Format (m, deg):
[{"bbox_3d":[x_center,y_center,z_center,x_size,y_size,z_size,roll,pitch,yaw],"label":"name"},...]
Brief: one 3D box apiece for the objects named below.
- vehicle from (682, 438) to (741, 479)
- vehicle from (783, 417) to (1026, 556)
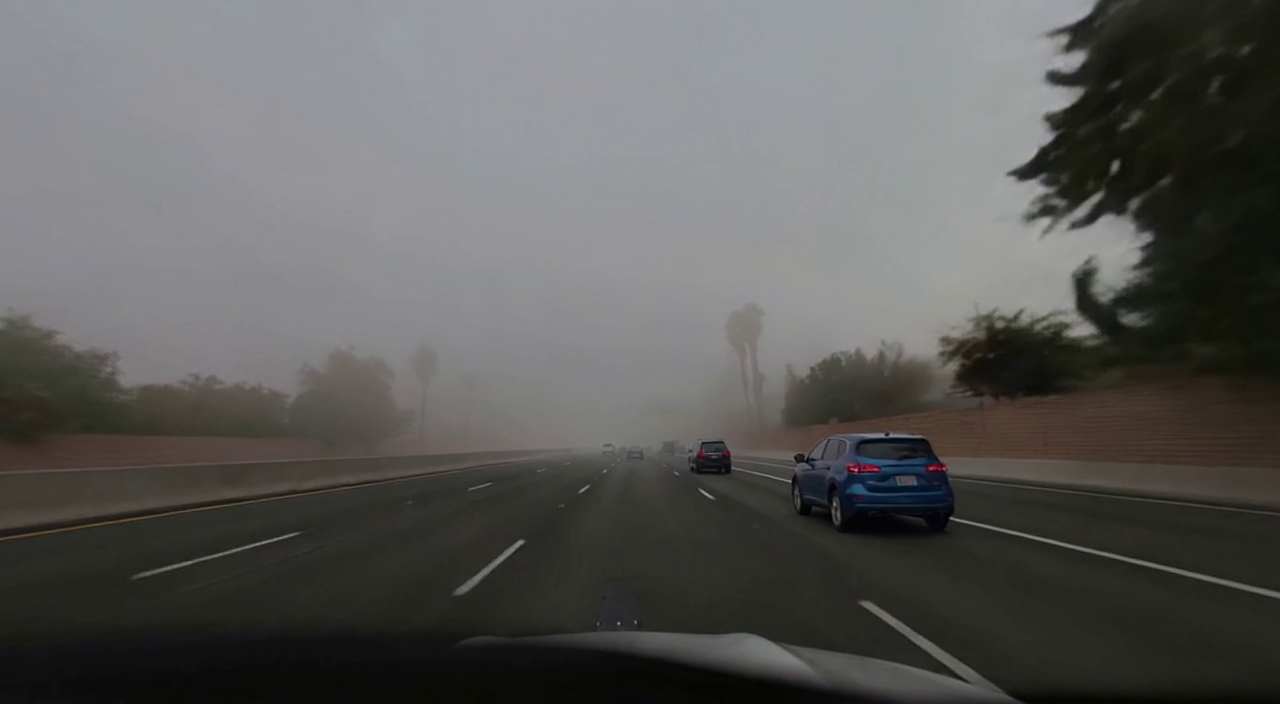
[{"bbox_3d":[3.113,4.743,28.345,2.045,1.688,4.313,0,-9,-1],"label":"vehicle"},{"bbox_3d":[3.752,1.978,9.964,1.910,1.696,4.187,0,-9,-1],"label":"vehicle"}]
